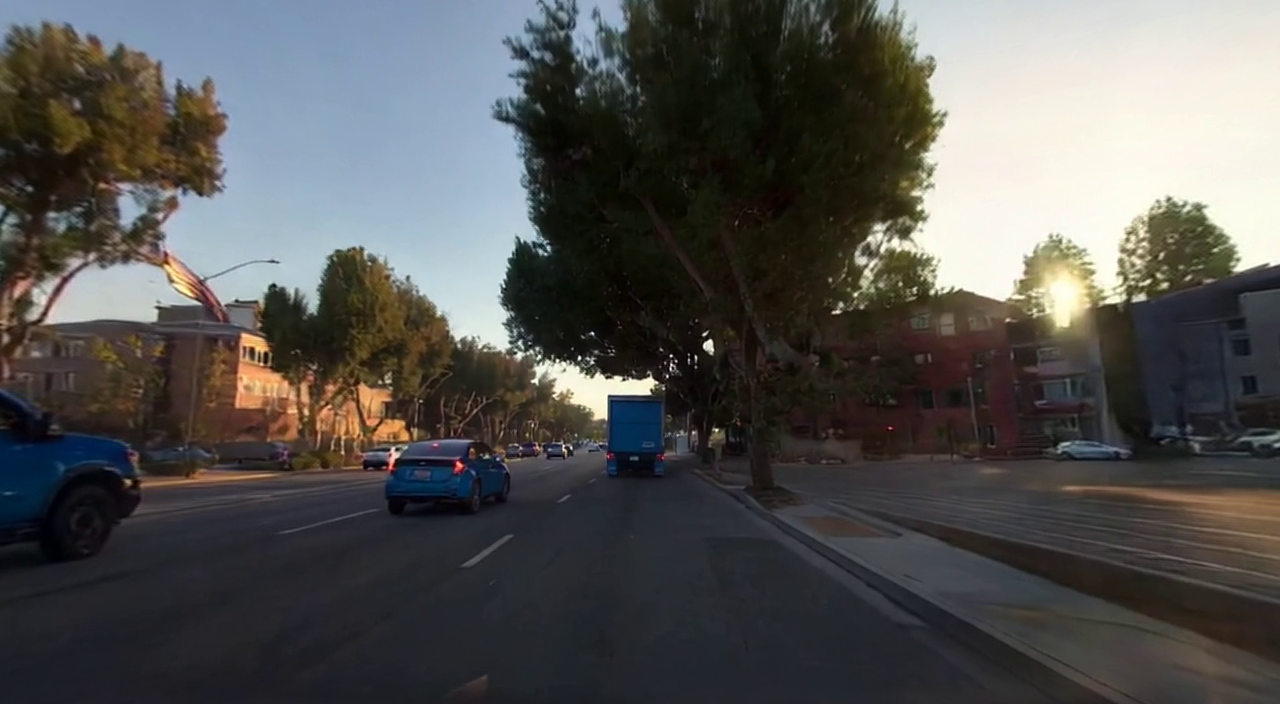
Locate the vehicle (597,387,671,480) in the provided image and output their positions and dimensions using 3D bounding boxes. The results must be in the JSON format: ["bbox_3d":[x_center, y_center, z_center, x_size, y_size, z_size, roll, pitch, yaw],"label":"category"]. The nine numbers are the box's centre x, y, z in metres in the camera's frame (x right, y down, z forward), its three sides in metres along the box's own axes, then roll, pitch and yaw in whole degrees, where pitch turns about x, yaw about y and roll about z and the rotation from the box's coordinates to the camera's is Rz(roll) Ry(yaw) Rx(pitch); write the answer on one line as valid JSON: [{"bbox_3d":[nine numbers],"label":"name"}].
[{"bbox_3d":[-0.195,3.869,29.247,2.905,3.644,8.807,0,-9,1],"label":"vehicle"}]

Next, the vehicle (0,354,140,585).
[{"bbox_3d":[-7.396,0.909,4.550,2.391,2.204,6.157,0,-9,1],"label":"vehicle"}]

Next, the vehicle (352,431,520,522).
[{"bbox_3d":[-4.042,2.536,13.349,2.078,1.597,4.355,0,-9,0],"label":"vehicle"}]
